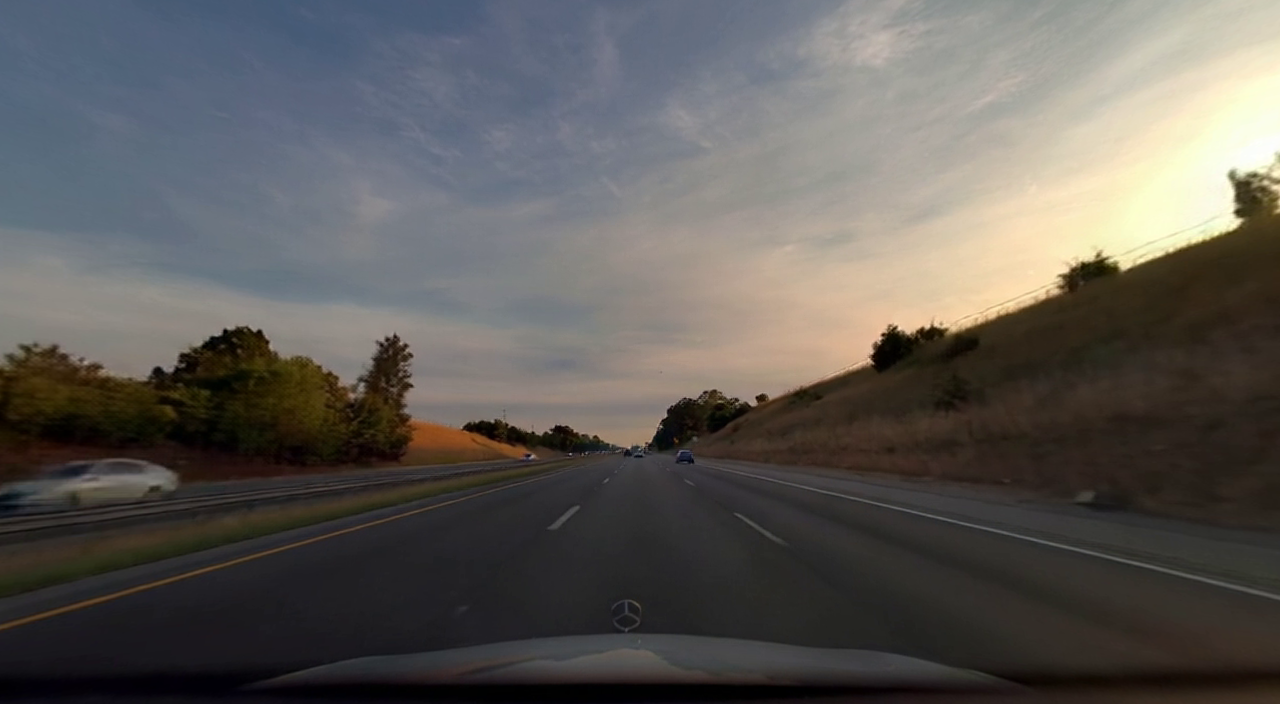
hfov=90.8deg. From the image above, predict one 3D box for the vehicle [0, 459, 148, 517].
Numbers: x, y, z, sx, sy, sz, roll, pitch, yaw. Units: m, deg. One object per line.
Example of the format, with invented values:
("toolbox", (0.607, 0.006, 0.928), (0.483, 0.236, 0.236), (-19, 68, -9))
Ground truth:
("vehicle", (-16.285, 3.756, 17.868), (1.734, 1.406, 3.636), (0, -9, 0))
